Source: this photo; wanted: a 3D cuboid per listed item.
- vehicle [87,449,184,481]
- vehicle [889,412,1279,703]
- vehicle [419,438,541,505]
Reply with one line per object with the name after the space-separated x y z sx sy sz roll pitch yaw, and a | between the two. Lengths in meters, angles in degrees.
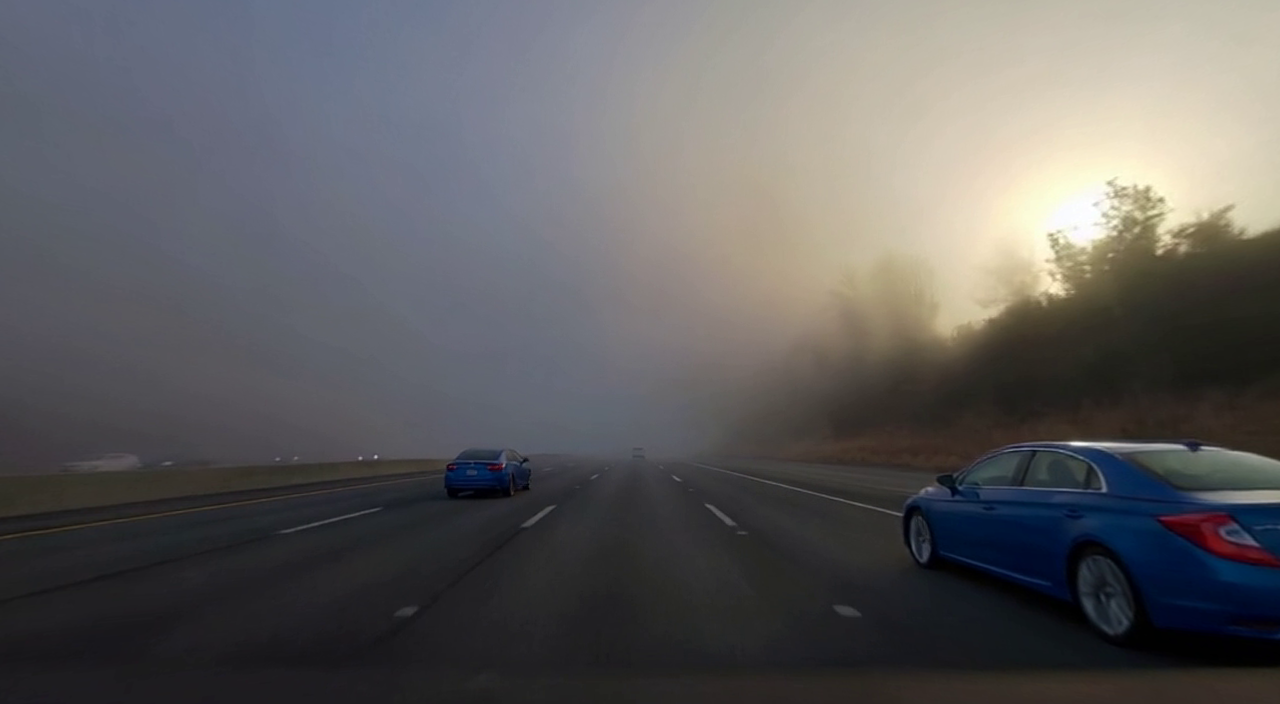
-28.999 6.480 36.382 1.862 1.668 4.381 0 -9 1 | vehicle
3.865 1.285 4.599 2.049 1.481 4.774 0 -8 -1 | vehicle
-4.000 3.058 16.618 1.987 1.516 4.478 0 -8 1 | vehicle
